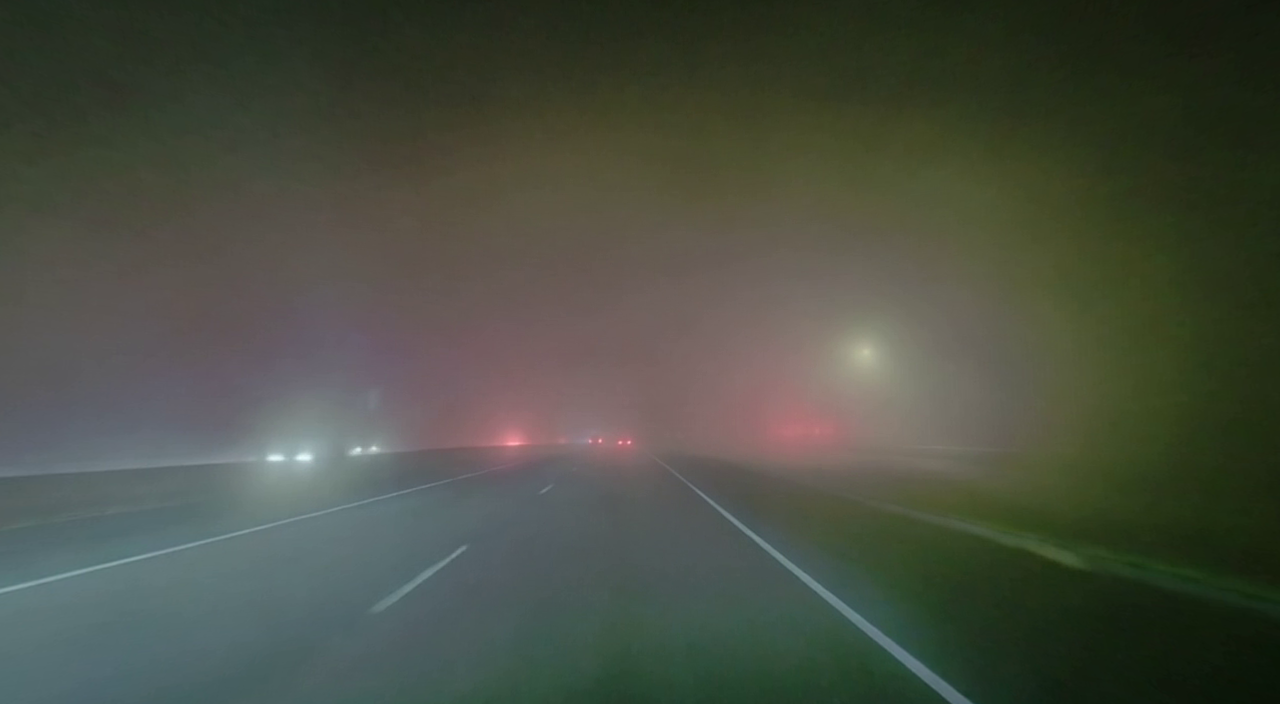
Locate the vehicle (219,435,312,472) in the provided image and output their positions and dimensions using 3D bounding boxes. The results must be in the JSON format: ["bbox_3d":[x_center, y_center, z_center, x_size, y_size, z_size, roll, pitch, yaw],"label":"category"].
[{"bbox_3d":[-16.562,4.480,28.058,1.726,1.485,4.013,0,-8,-2],"label":"vehicle"}]
